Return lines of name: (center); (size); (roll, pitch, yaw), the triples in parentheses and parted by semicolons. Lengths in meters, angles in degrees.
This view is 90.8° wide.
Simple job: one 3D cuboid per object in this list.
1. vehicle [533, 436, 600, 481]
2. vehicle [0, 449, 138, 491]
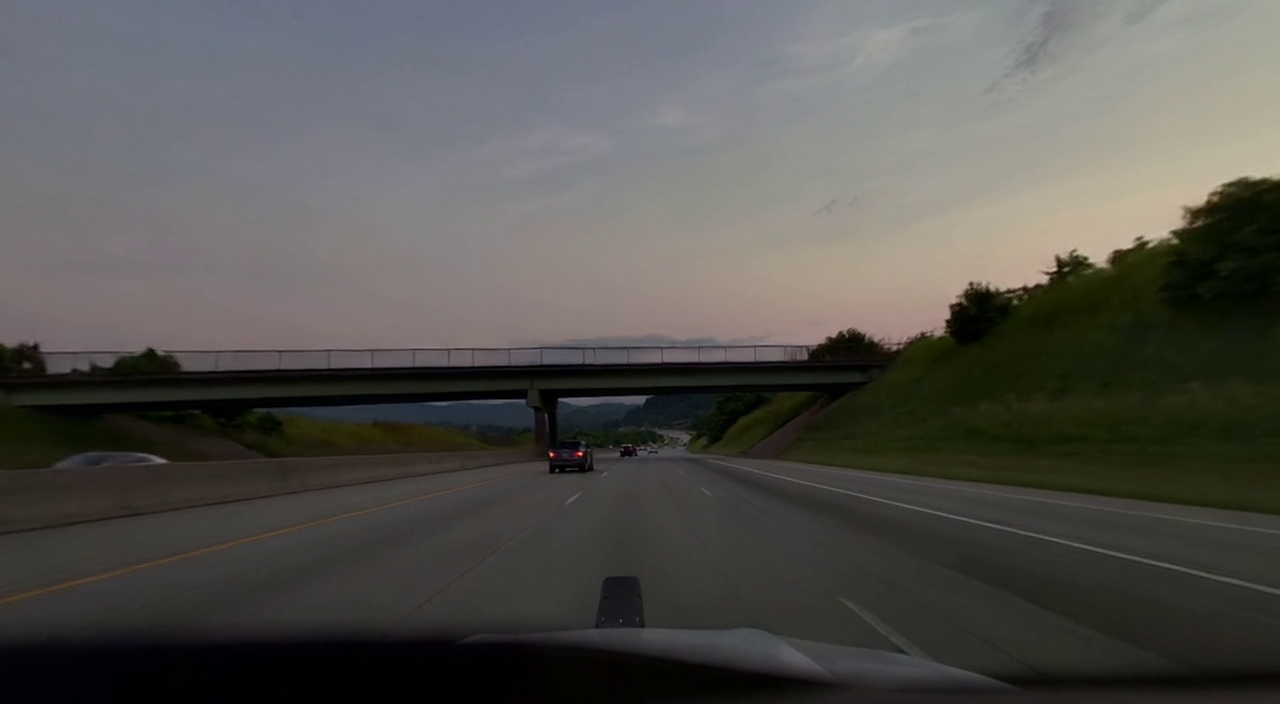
vehicle: (-3.010, 4.517, 26.965); (2.181, 1.730, 4.517); (0, -9, 2)
vehicle: (-22.013, 4.480, 24.312); (1.812, 1.445, 4.165); (0, -9, 1)
